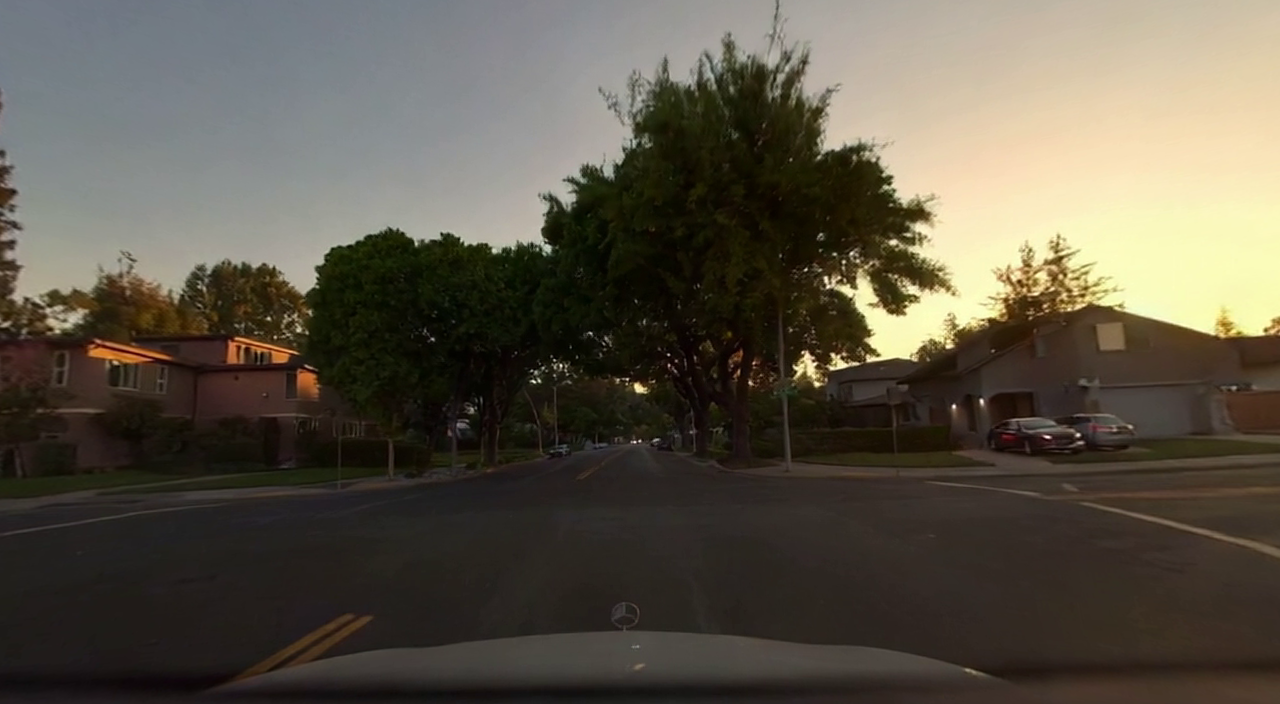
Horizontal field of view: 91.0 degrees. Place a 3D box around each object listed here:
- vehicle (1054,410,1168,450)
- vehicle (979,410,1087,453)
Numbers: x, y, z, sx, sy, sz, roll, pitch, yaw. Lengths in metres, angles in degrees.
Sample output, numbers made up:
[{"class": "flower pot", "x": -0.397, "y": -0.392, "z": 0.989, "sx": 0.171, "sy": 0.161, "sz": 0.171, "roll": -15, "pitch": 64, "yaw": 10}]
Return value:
[{"class": "vehicle", "x": 19.119, "y": 3.248, "z": 25.818, "sx": 1.803, "sy": 1.504, "sz": 4.324, "roll": -1, "pitch": -8, "yaw": 8}, {"class": "vehicle", "x": 16.356, "y": 3.392, "z": 26.535, "sx": 1.829, "sy": 1.667, "sz": 4.437, "roll": -1, "pitch": -8, "yaw": 3}]
